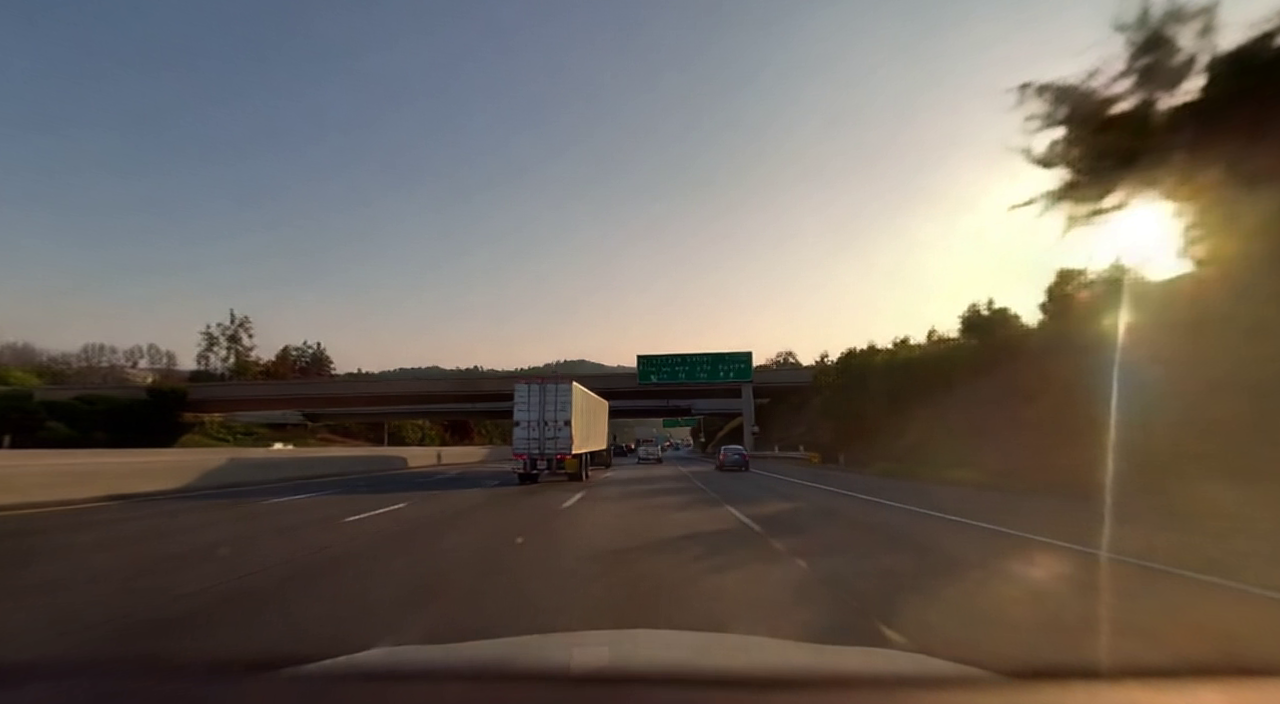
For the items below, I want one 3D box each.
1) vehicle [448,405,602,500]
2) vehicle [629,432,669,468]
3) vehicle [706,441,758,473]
[{"bbox_3d":[-3.424,3.769,24.355,2.854,2.379,16.653,0,-8,0],"label":"vehicle"},{"bbox_3d":[0.588,6.095,39.348,2.309,2.023,5.130,-1,-8,1],"label":"vehicle"},{"bbox_3d":[4.646,5.340,32.320,1.993,1.474,4.230,0,-8,0],"label":"vehicle"}]
